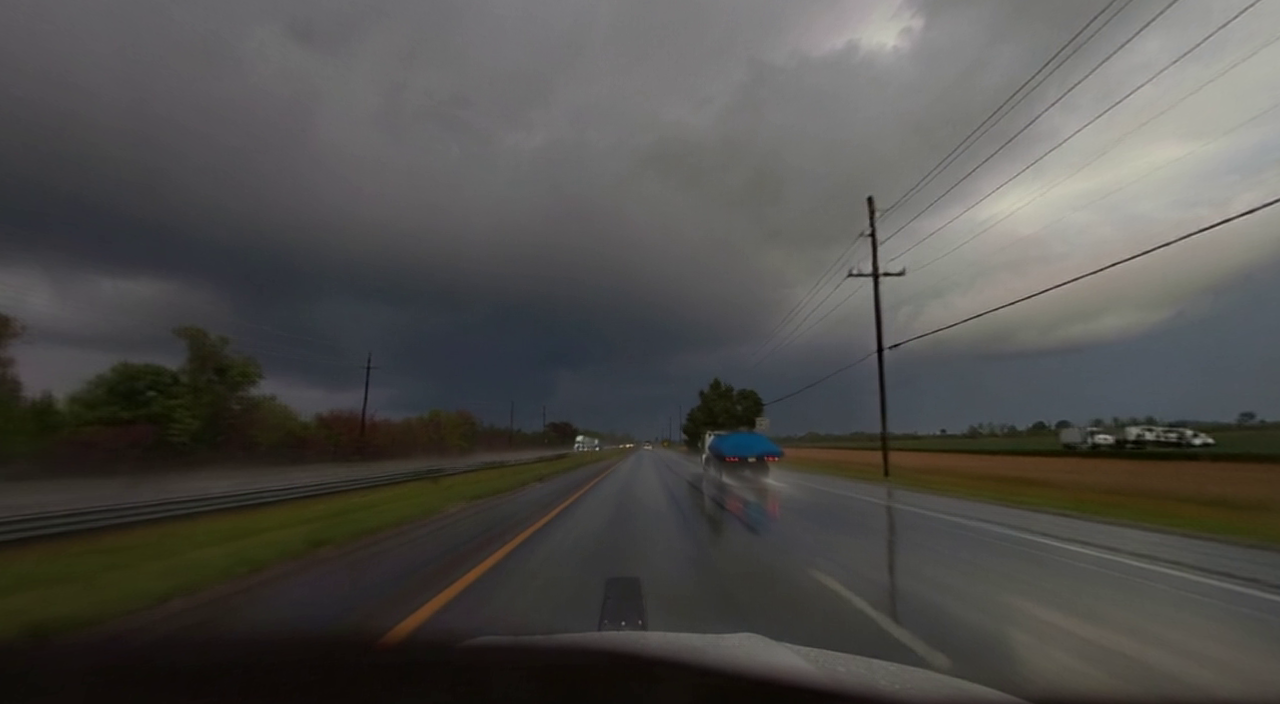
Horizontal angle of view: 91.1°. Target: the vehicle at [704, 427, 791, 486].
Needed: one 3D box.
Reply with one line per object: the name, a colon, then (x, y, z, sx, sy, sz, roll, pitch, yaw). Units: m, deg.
vehicle: (3.705, 3.749, 22.801, 2.228, 1.852, 5.449, 0, -8, 0)
